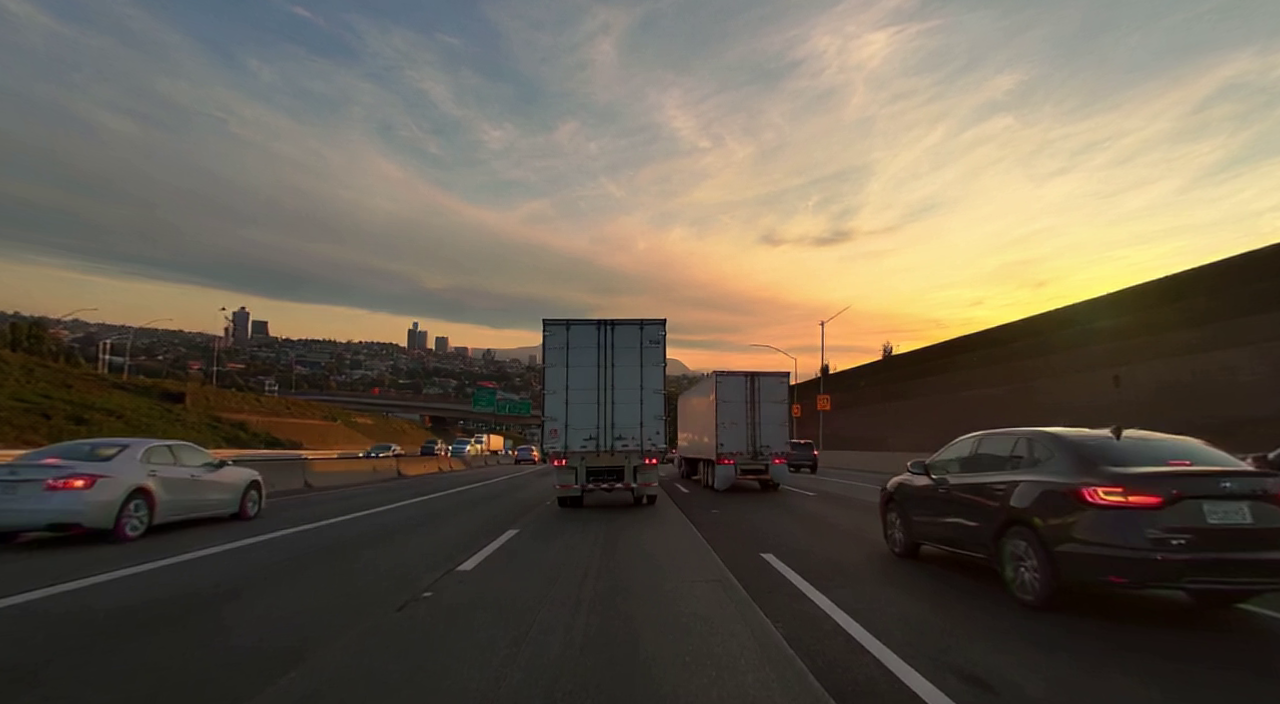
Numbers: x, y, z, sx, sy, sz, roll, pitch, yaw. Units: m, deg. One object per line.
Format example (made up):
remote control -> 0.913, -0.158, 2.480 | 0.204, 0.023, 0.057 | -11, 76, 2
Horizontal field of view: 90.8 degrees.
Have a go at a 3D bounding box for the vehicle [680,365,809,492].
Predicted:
vehicle -> 3.158, 2.734, 21.776 | 2.669, 3.491, 8.645 | 0, -9, -2

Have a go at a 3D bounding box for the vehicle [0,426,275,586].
vehicle -> -6.958, 1.739, 7.855 | 1.973, 1.471, 4.779 | 0, -9, 0

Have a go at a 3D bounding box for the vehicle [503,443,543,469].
vehicle -> -8.289, 7.442, 45.247 | 2.088, 1.726, 4.545 | 0, -9, -2

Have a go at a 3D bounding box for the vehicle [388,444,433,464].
vehicle -> -17.395, 7.748, 48.111 | 1.918, 1.450, 4.441 | 0, -9, -3

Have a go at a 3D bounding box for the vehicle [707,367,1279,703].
vehicle -> 3.424, 2.136, 10.267 | 2.869, 1.940, 14.755 | 0, -9, -1

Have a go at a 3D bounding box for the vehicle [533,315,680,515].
vehicle -> -0.715, 2.037, 18.169 | 2.906, 4.040, 10.743 | 0, -9, 0
